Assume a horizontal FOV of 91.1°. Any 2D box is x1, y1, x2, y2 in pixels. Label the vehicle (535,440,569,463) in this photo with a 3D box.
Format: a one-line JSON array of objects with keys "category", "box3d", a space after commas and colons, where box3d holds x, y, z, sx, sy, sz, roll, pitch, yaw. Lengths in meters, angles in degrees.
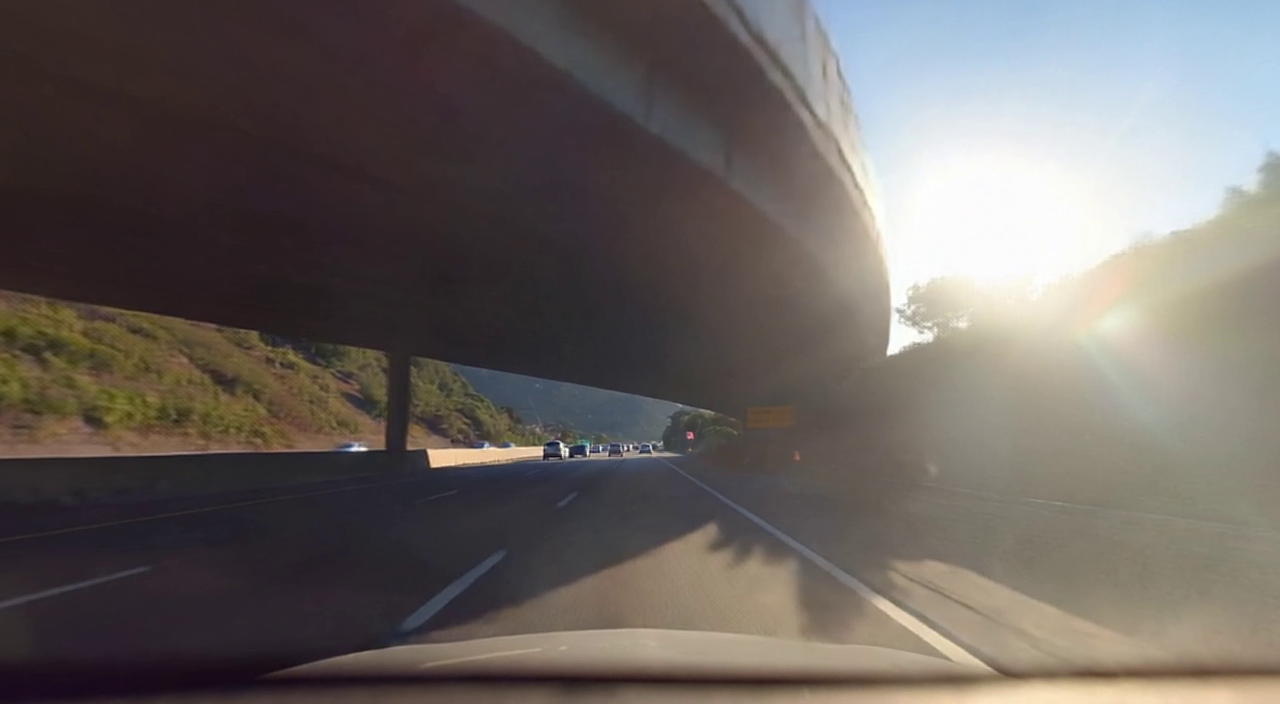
[{"category": "vehicle", "box3d": [-6.712, 7.666, 48.423, 1.972, 1.660, 4.254, 0, -9, 1]}]
